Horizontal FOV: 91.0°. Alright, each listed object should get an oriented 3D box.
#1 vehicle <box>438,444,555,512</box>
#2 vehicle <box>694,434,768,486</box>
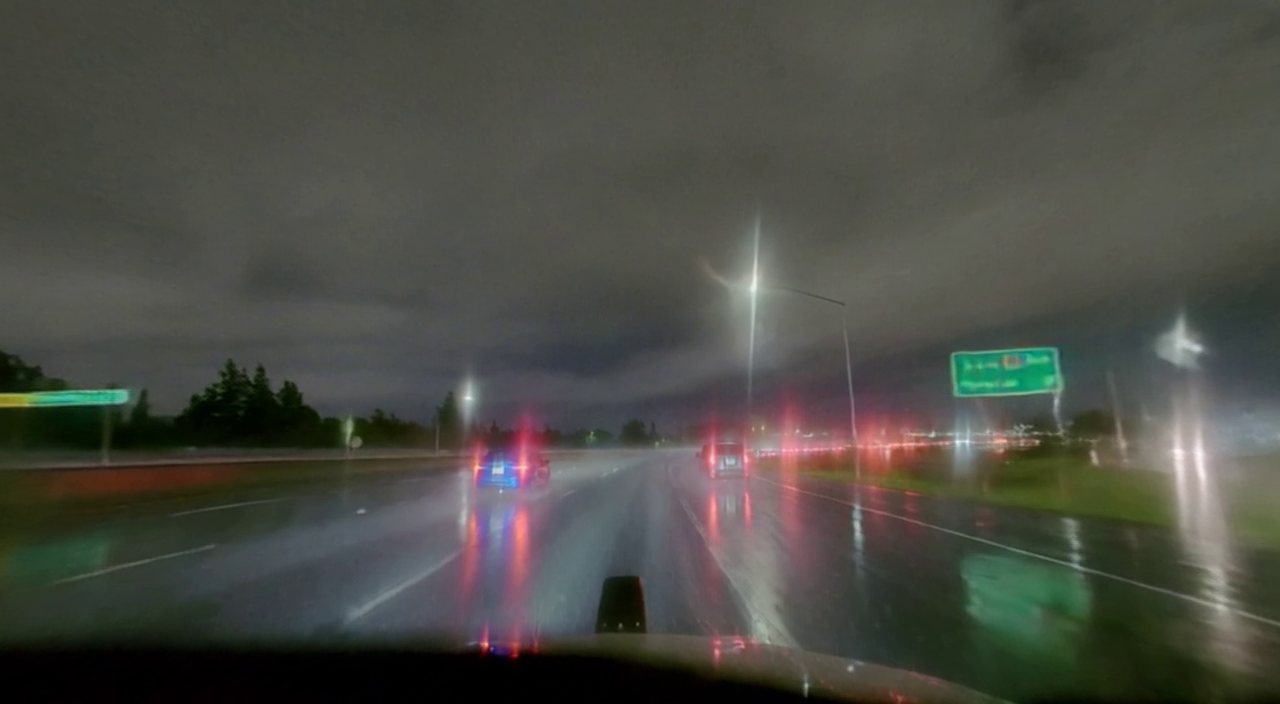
[{"bbox_3d":[-3.506,3.146,16.298,1.937,1.490,4.372,0,-9,1],"label":"vehicle"},{"bbox_3d":[3.445,4.188,24.705,2.225,1.833,4.340,0,-9,0],"label":"vehicle"}]
